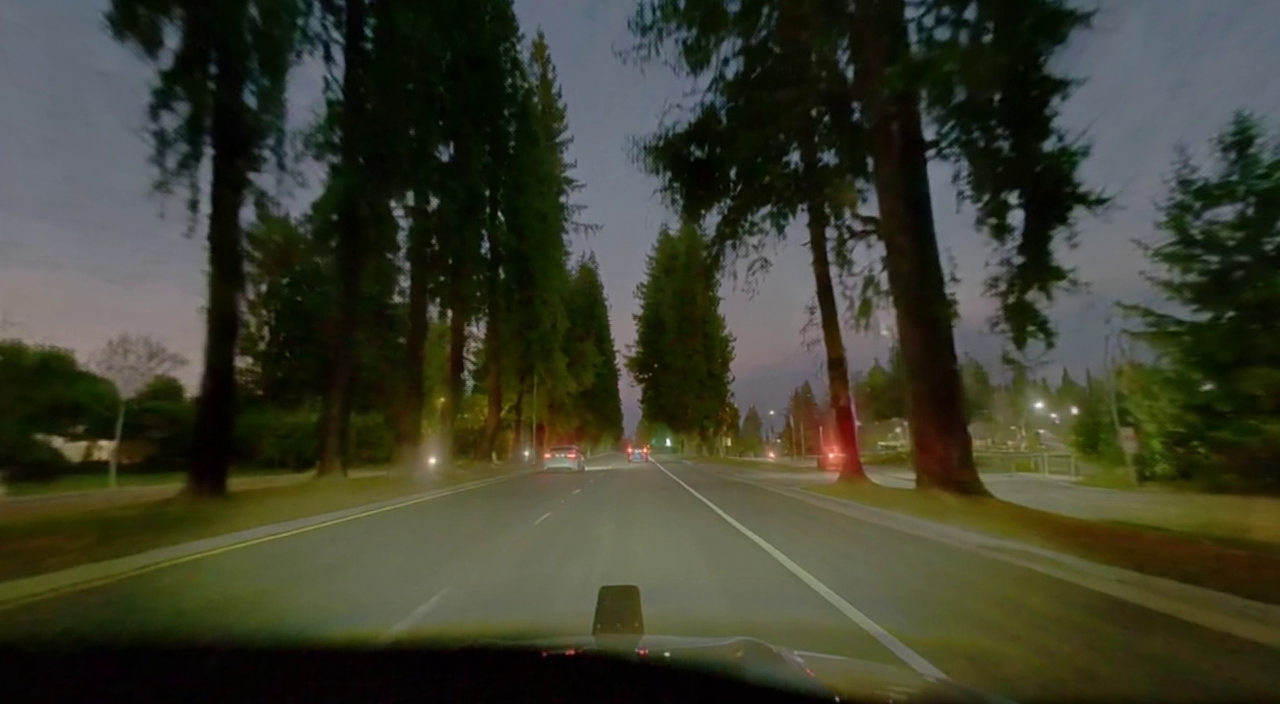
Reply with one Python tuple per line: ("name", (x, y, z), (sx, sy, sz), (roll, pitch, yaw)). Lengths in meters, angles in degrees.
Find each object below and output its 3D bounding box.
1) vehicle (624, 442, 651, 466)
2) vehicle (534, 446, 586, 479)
("vehicle", (-0.215, 7.989, 49.459), (2.018, 1.769, 3.897), (0, -9, 0))
("vehicle", (-3.731, 5.242, 30.171), (1.917, 1.448, 4.178), (0, -9, 0))
